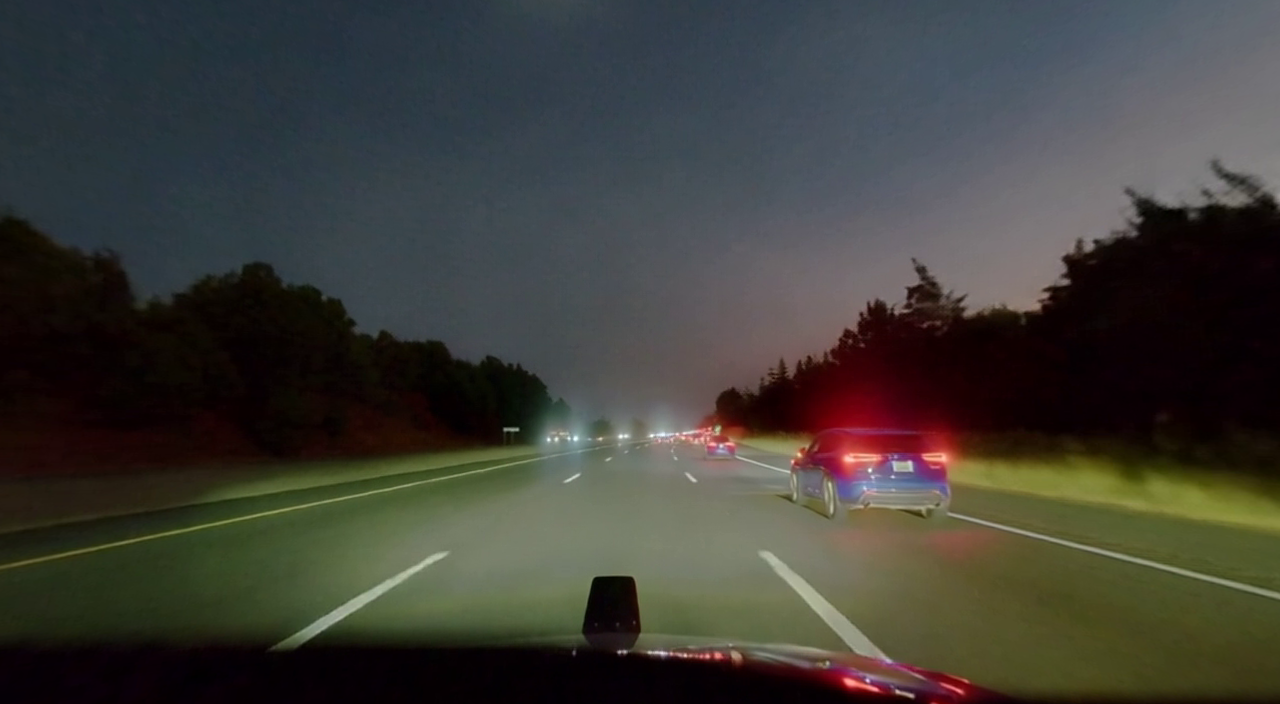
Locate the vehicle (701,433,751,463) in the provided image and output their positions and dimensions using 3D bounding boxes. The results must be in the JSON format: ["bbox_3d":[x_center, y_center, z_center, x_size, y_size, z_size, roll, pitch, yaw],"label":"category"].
[{"bbox_3d":[4.356,4.948,32.567,1.982,1.452,4.294,0,-8,0],"label":"vehicle"}]
